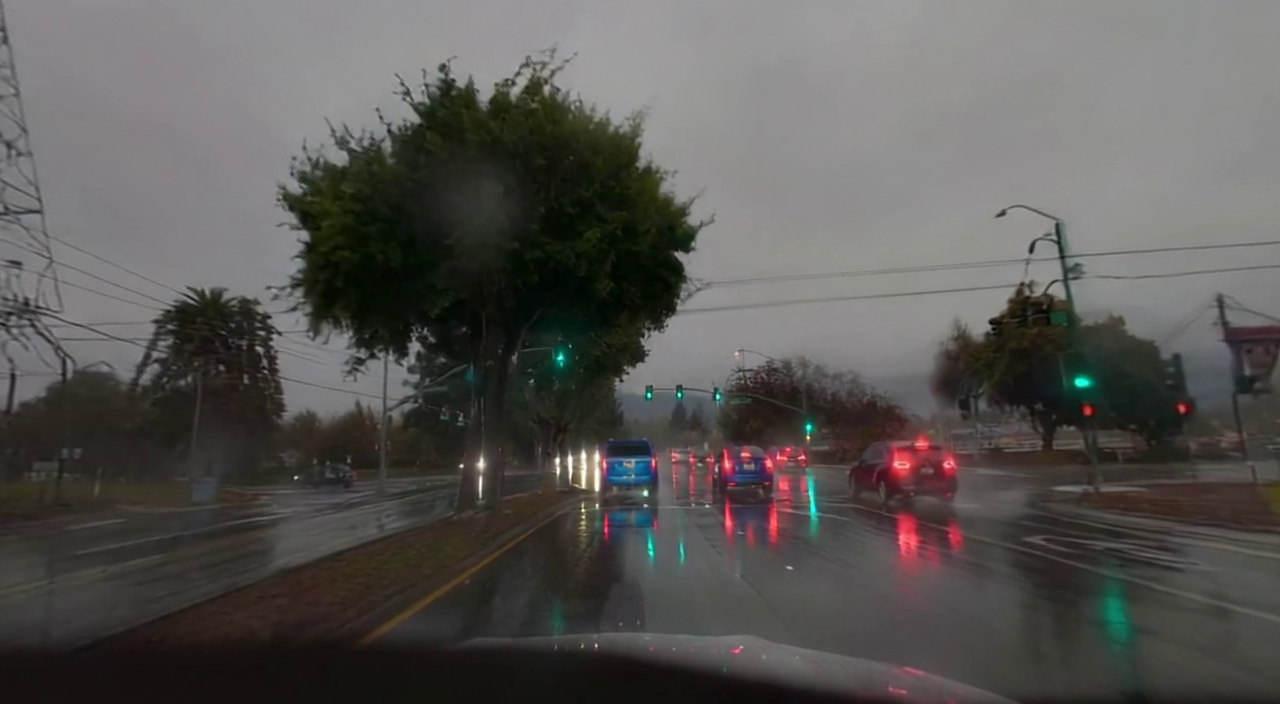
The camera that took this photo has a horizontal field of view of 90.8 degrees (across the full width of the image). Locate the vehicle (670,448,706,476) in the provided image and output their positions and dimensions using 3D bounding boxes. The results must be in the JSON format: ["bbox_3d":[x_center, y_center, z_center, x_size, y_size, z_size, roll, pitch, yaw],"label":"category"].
[{"bbox_3d":[3.160,7.287,42.159,1.915,1.765,4.047,0,-9,-2],"label":"vehicle"}]

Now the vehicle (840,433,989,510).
[{"bbox_3d":[7.069,3.100,16.896,1.929,1.753,4.396,0,-9,-1],"label":"vehicle"}]

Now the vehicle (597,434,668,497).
[{"bbox_3d":[-0.242,3.933,22.281,2.231,1.998,4.254,0,-9,0],"label":"vehicle"}]

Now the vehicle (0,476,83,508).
[{"bbox_3d":[-45.192,10.530,47.805,1.938,2.001,4.600,0,-9,-4],"label":"vehicle"}]

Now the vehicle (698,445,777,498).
[{"bbox_3d":[3.170,3.988,21.514,1.880,1.579,4.401,0,-9,-2],"label":"vehicle"}]
